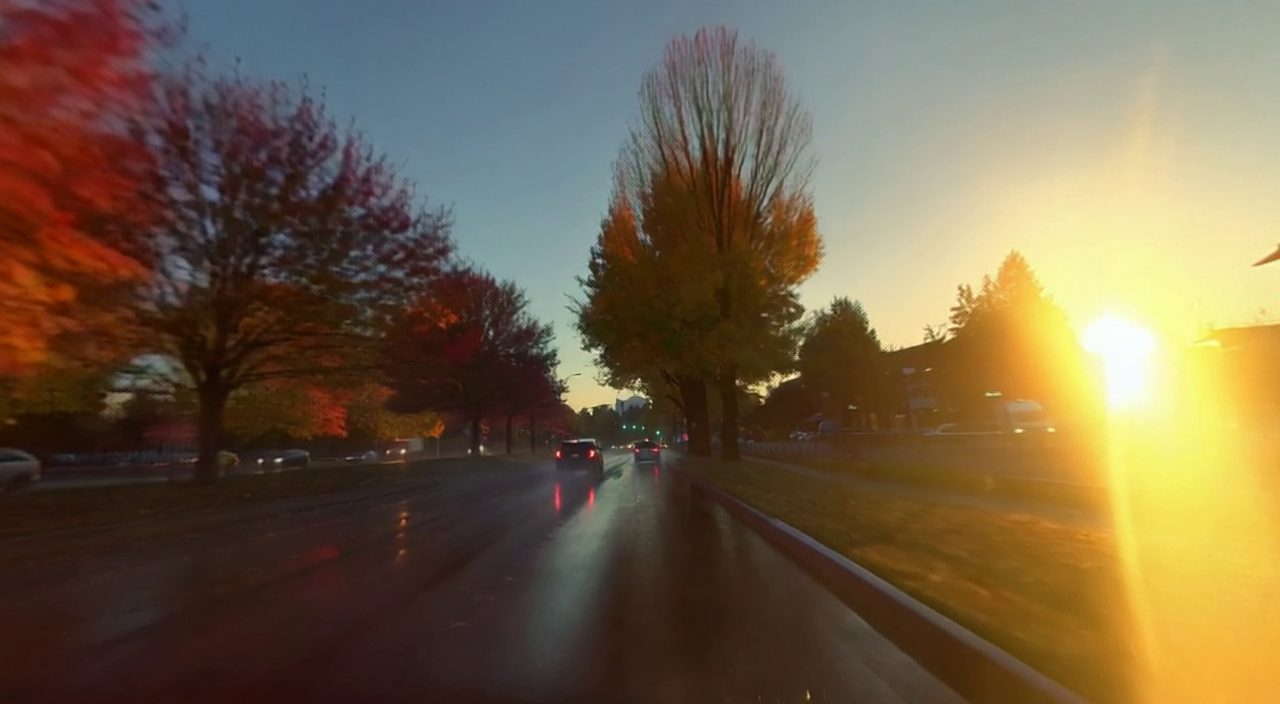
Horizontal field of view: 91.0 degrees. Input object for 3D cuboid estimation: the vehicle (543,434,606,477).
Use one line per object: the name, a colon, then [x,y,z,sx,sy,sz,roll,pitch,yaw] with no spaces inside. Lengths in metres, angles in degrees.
vehicle: [-2.775,4.512,27.655,2.197,1.709,4.069,0,-8,2]

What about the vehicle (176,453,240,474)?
vehicle: [-33.408,8.642,48.866,1.773,1.477,4.319,-1,-9,2]

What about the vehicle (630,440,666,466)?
vehicle: [0.479,6.084,38.206,2.040,1.493,3.682,0,-8,0]
